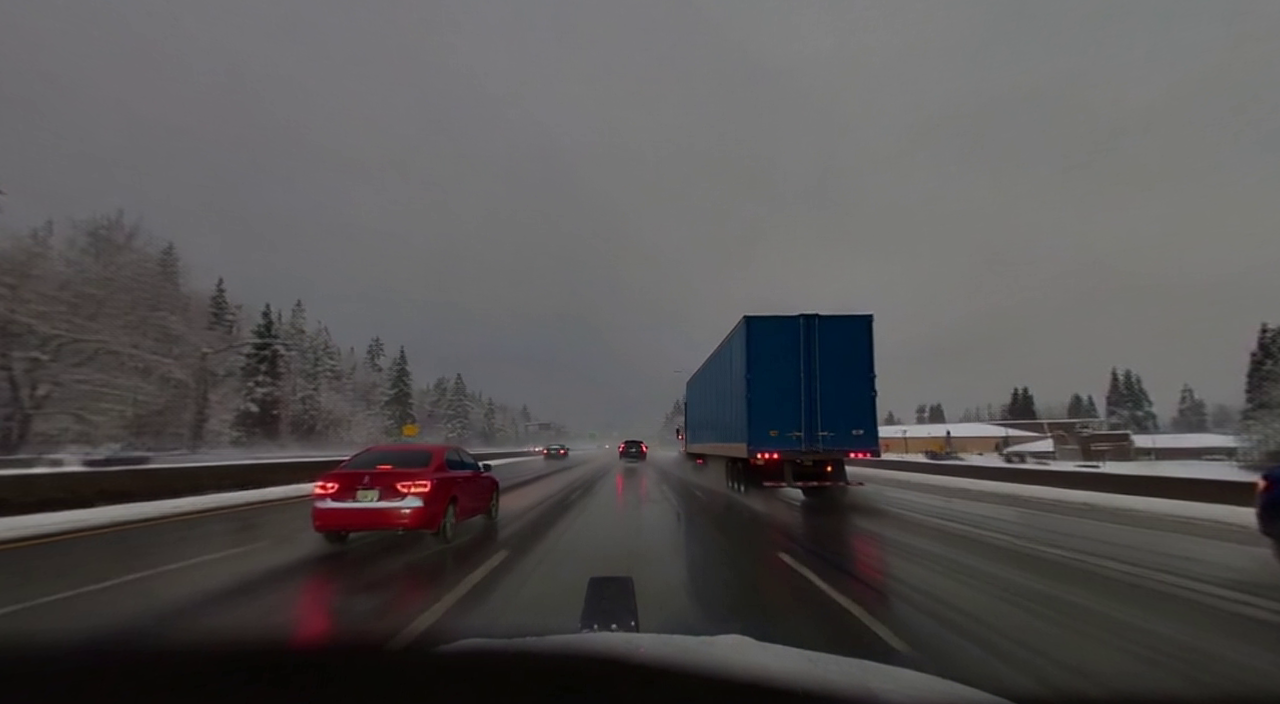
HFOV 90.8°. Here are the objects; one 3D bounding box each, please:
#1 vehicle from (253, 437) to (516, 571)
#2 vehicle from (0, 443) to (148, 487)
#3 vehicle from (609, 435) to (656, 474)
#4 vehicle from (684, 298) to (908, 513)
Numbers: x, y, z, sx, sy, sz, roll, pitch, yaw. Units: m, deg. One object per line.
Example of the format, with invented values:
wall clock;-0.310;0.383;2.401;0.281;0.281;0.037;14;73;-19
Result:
vehicle;-3.182;1.991;9.077;1.864;1.406;4.544;0;-9;0
vehicle;-23.277;4.637;26.160;1.964;1.612;4.834;0;-9;-1
vehicle;-0.369;5.104;31.543;2.203;1.805;4.358;0;-9;-1
vehicle;3.449;2.138;19.507;2.876;4.086;15.117;0;-9;-1
